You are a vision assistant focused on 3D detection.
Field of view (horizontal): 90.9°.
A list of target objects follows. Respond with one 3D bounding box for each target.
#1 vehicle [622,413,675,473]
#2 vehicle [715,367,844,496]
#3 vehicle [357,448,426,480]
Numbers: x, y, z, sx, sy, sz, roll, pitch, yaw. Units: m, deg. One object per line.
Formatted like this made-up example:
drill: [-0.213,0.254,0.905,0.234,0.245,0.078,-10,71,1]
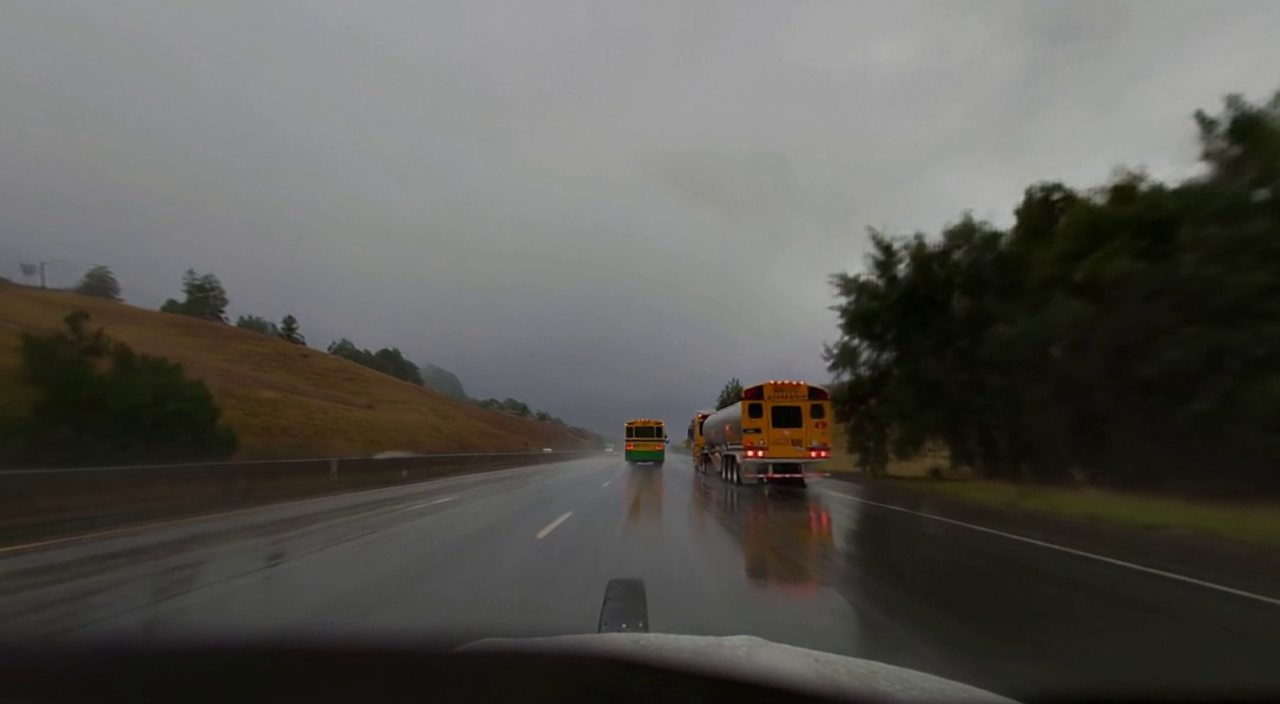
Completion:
vehicle: [0.507,5.822,40.312,2.948,3.265,10.569,0,-8,1]
vehicle: [4.442,2.800,21.829,2.716,3.705,7.018,0,-8,-1]
vehicle: [-13.504,6.072,34.579,1.889,1.576,4.426,0,-8,1]
